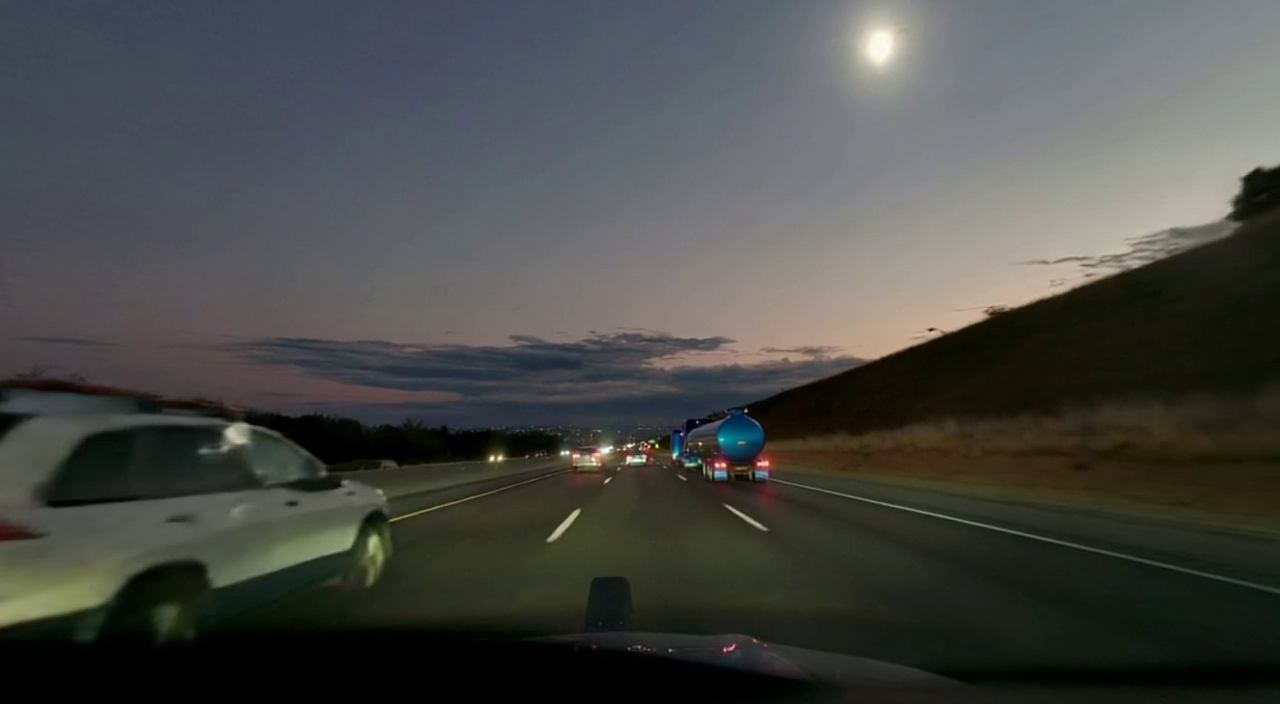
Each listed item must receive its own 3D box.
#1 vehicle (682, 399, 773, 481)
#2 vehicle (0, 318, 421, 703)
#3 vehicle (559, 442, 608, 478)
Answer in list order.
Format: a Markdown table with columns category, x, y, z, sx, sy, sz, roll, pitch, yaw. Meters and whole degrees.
| category | x | y | z | sx | sy | sz | roll | pitch | yaw |
| --- | --- | --- | --- | --- | --- | --- | --- | --- | --- |
| vehicle | 4.353 | 4.983 | 35.150 | 2.889 | 3.606 | 13.832 | 0 | -9 | -1 |
| vehicle | -3.117 | 0.995 | 3.423 | 2.249 | 1.710 | 4.580 | 0 | -9 | -1 |
| vehicle | -3.043 | 5.926 | 34.799 | 2.258 | 1.805 | 4.665 | -1 | -9 | 0 |
